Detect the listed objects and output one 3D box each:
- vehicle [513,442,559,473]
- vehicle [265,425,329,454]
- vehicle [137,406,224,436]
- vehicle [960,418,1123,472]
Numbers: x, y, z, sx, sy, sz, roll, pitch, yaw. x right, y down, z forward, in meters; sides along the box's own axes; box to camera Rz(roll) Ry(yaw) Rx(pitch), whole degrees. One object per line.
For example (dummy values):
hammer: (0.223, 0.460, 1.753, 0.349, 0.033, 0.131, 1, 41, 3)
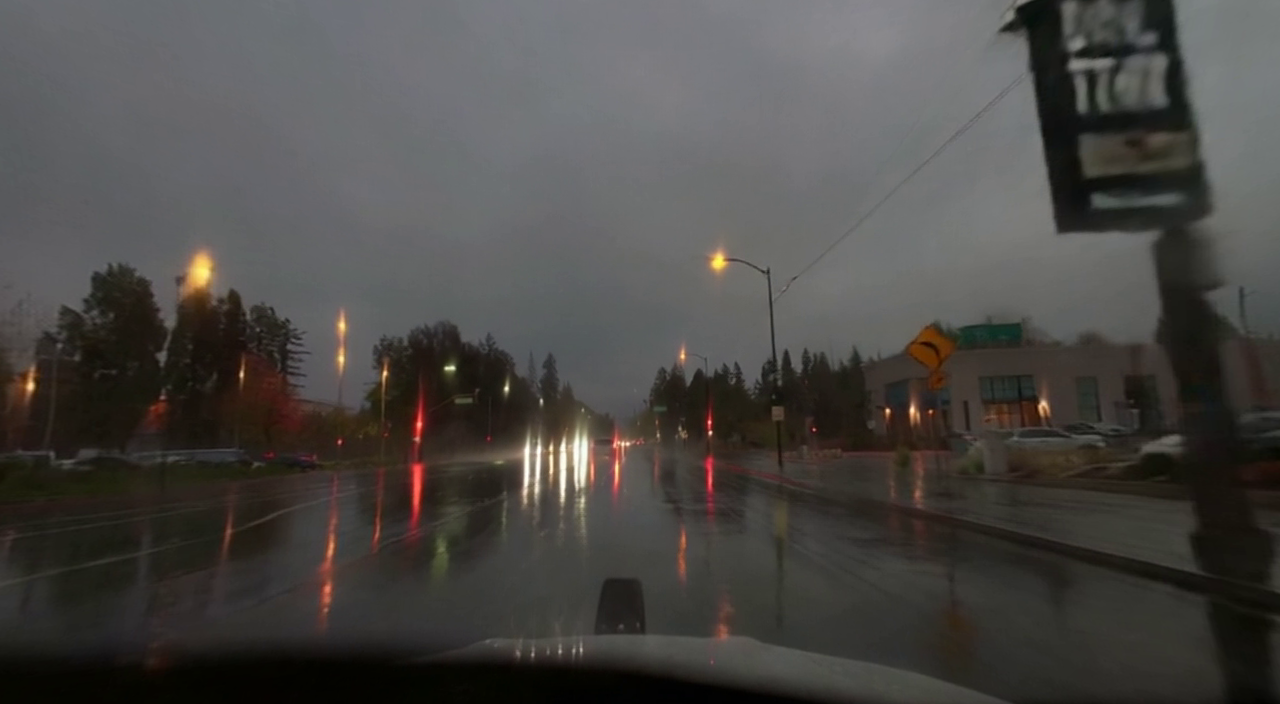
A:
vehicle: (-5.596, 5.692, 34.367, 1.889, 1.572, 3.599, 0, -8, 1)
vehicle: (-25.346, 6.484, 46.734, 3.572, 2.012, 1.872, -1, -8, -2)
vehicle: (-25.513, 3.864, 35.150, 3.556, 1.611, 1.623, 0, -8, 3)
vehicle: (14.895, 3.503, 23.673, 4.562, 1.648, 2.028, -4, -9, 3)
